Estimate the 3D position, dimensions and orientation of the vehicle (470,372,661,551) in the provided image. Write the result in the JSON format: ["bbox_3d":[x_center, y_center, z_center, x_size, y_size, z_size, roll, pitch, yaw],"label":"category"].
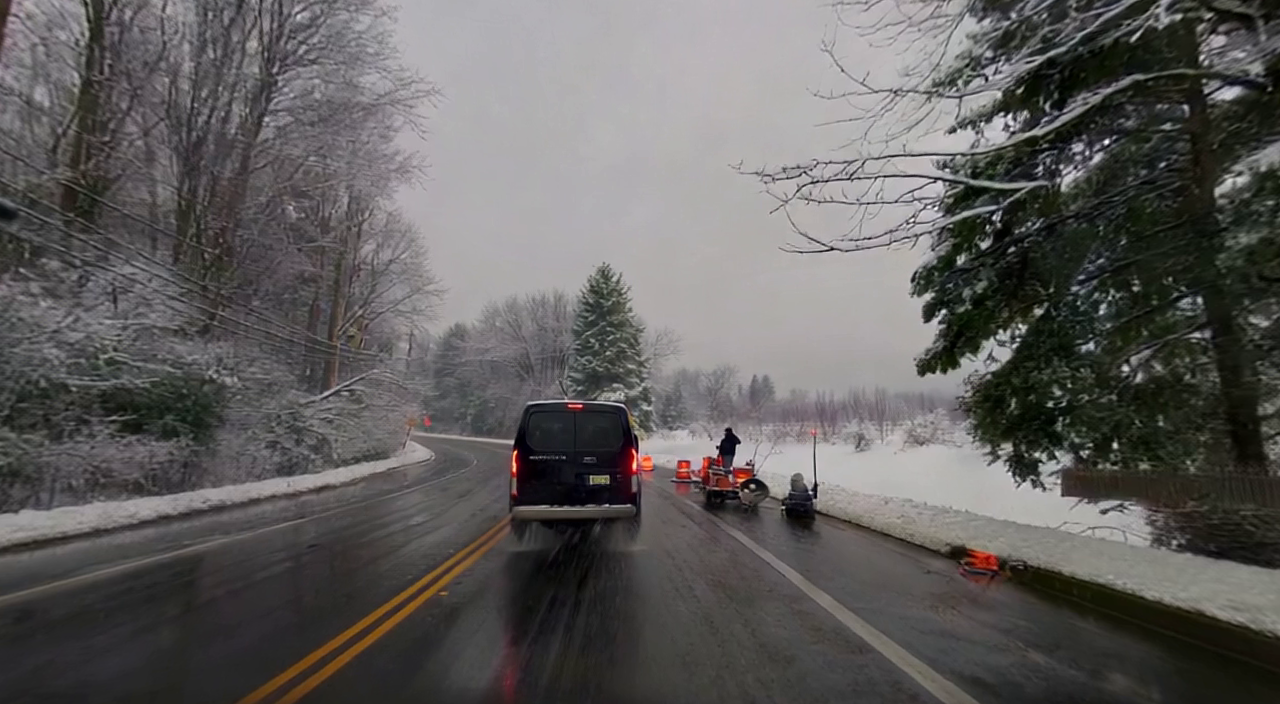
[{"bbox_3d":[-1.019,1.729,10.418,2.362,2.223,4.892,0,-8,-2],"label":"vehicle"}]
